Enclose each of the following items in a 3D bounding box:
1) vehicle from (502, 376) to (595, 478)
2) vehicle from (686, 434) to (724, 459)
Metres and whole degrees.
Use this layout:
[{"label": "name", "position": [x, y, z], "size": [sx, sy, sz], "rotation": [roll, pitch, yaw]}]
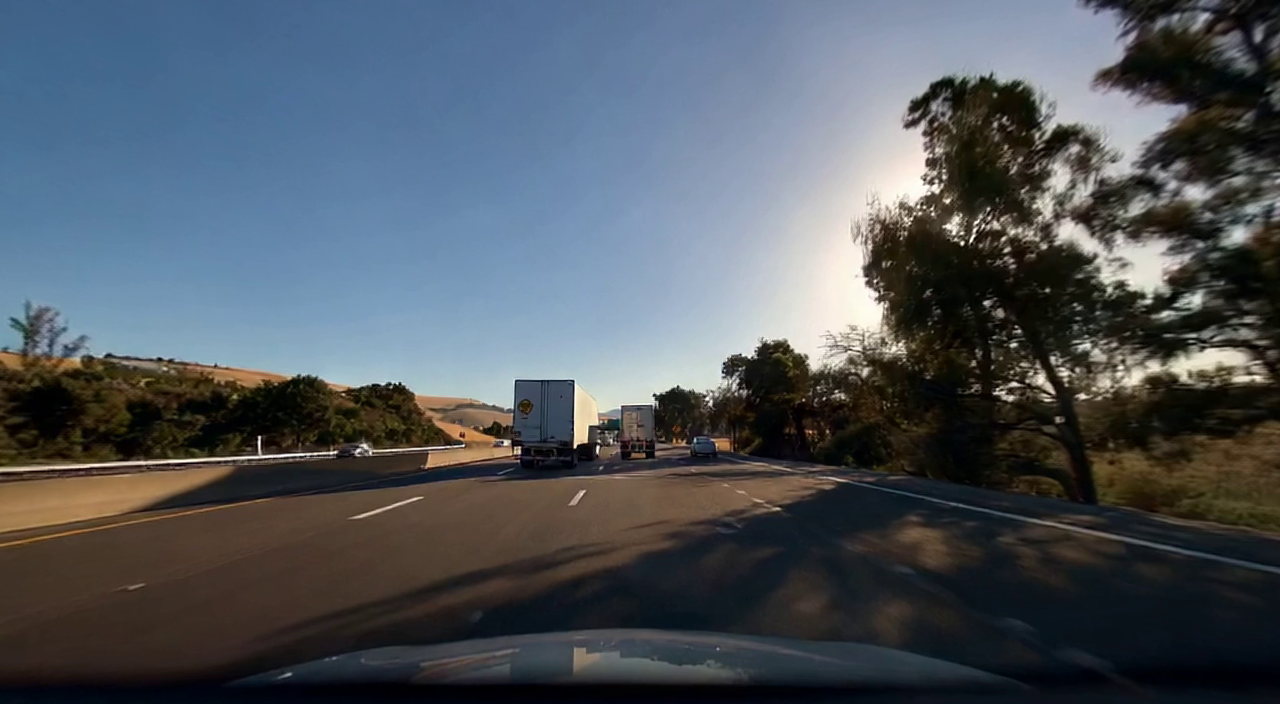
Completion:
[{"label": "vehicle", "position": [-3.318, 3.011, 24.783], "size": [2.728, 3.405, 7.096], "rotation": [0, -8, -1]}, {"label": "vehicle", "position": [4.054, 5.942, 39.697], "size": [1.891, 1.477, 3.599], "rotation": [0, -8, -2]}]
